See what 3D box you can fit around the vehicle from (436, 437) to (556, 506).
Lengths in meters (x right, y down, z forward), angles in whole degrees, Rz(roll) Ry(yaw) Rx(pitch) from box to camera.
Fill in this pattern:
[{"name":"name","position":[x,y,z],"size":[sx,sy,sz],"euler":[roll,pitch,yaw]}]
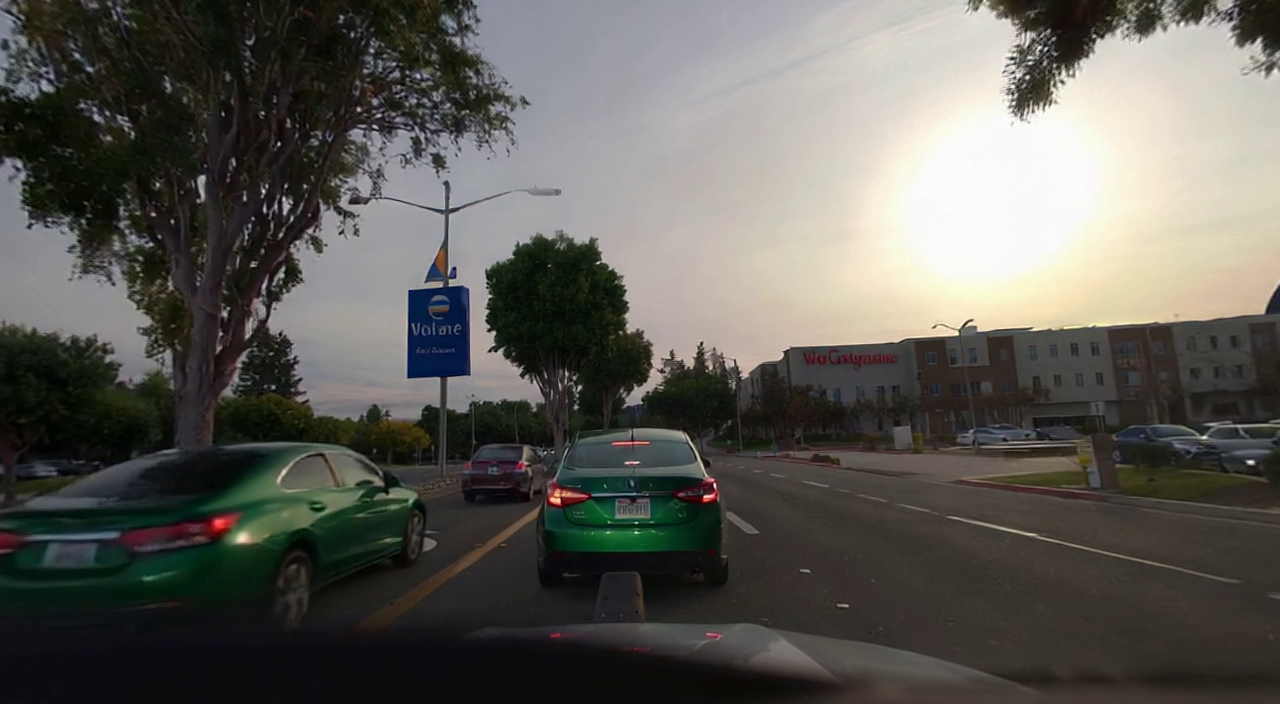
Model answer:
[{"name":"vehicle","position":[-3.459,2.947,16.098],"size":[1.961,1.487,4.453],"euler":[0,-8,1]}]

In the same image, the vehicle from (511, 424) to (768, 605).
[{"name":"vehicle","position":[-0.062,1.642,7.292],"size":[2.126,1.475,3.967],"euler":[0,-8,-2]}]

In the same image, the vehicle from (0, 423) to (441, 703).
[{"name":"vehicle","position":[-3.352,1.402,5.337],"size":[1.952,1.431,4.383],"euler":[0,-8,-1]}]
